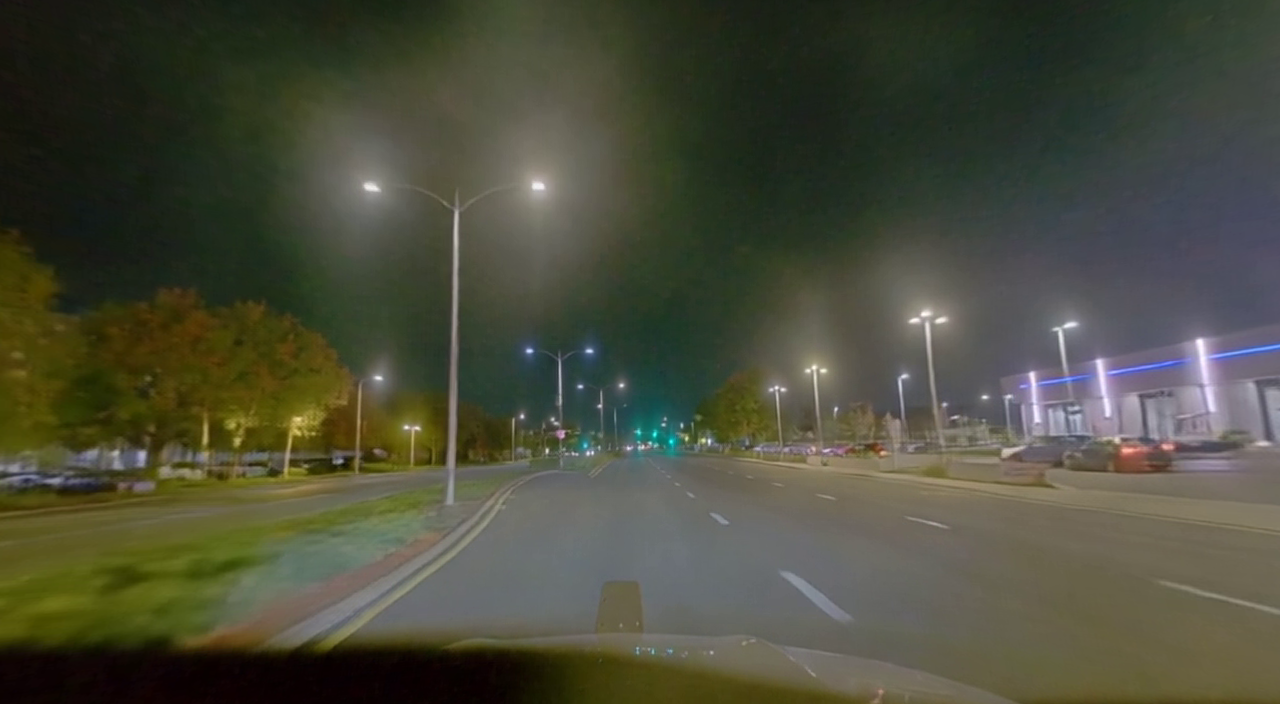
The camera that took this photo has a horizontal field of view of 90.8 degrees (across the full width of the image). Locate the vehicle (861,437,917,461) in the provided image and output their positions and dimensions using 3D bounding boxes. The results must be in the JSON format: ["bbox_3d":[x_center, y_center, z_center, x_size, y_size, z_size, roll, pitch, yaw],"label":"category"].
[{"bbox_3d":[19.515,7.620,49.669,1.995,1.673,4.725,-1,-9,-7],"label":"vehicle"}]

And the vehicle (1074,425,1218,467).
[{"bbox_3d":[21.117,3.999,26.691,1.941,1.511,4.690,-2,-9,-3],"label":"vehicle"}]

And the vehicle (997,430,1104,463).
[{"bbox_3d":[20.966,4.874,32.551,2.048,1.559,4.758,0,-9,-4],"label":"vehicle"}]

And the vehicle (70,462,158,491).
[{"bbox_3d":[-30.922,7.318,37.117,4.663,1.565,2.027,-6,-10,25],"label":"vehicle"}]

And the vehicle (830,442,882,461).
[{"bbox_3d":[16.994,7.857,49.972,1.974,1.446,4.614,1,-9,-8],"label":"vehicle"}]
